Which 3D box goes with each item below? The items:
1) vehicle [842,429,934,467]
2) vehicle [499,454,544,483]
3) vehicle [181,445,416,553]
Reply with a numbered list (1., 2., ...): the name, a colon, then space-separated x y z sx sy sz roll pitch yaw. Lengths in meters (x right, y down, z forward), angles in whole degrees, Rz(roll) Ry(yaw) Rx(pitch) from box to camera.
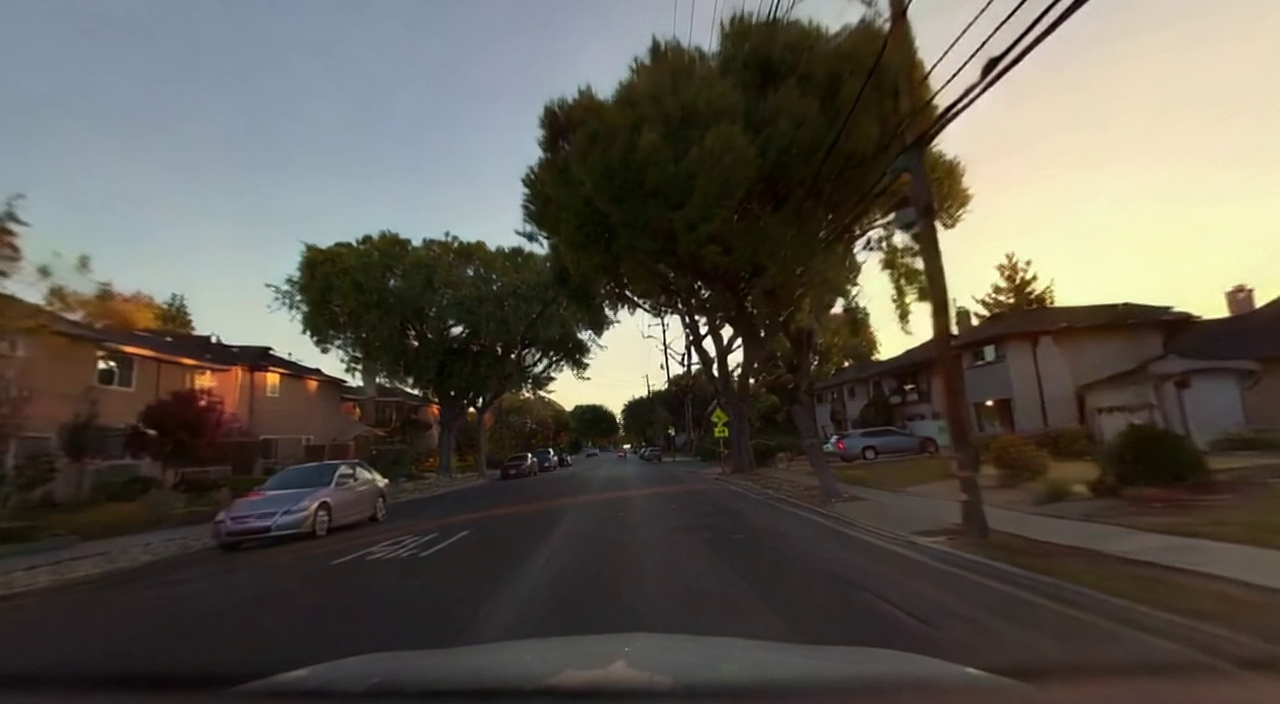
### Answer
1. vehicle: 13.258 5.146 33.839 4.145 1.767 1.880 -9 -10 29
2. vehicle: -7.193 7.078 38.764 2.041 1.587 3.920 -2 -9 0
3. vehicle: -6.801 2.933 13.498 2.162 1.757 5.201 -2 -9 -1
